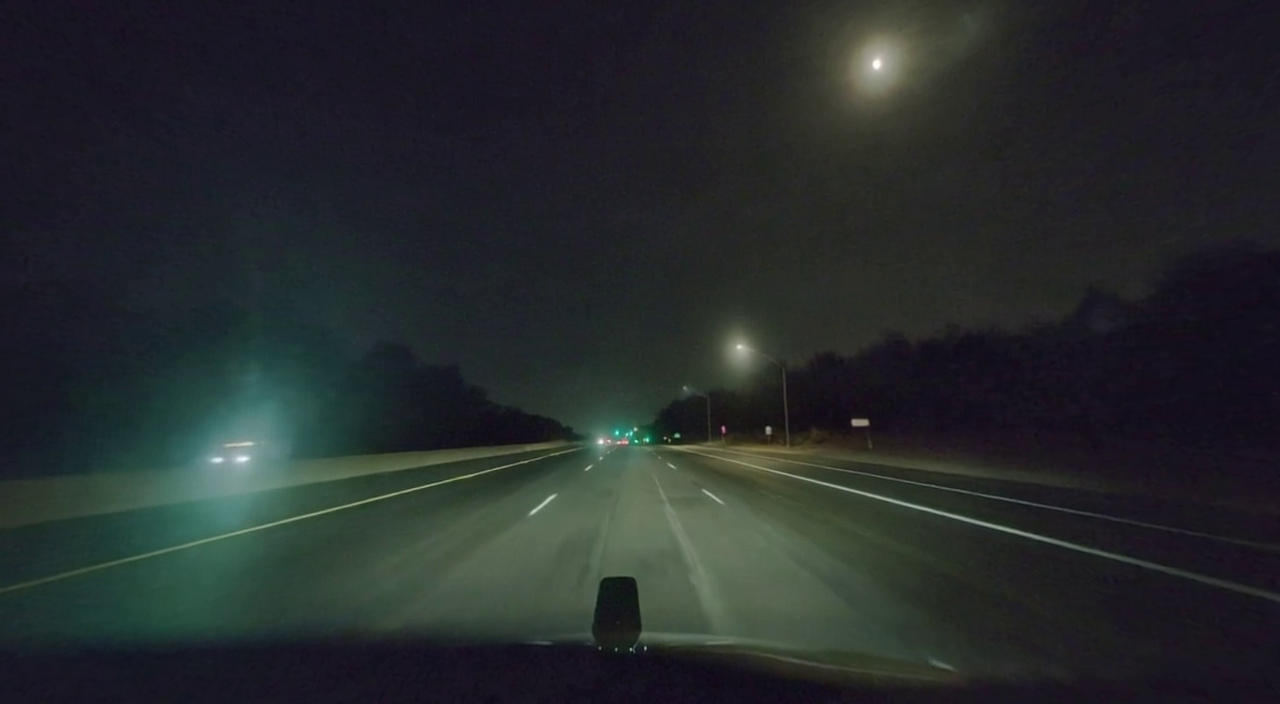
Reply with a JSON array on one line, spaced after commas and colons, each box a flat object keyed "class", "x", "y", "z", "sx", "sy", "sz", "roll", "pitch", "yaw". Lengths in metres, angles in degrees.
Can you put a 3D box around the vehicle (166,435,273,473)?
[{"class": "vehicle", "x": -23.684, "y": 5.751, "z": 35.784, "sx": 2.267, "sy": 1.970, "sz": 5.608, "roll": 0, "pitch": -8, "yaw": -1}]
